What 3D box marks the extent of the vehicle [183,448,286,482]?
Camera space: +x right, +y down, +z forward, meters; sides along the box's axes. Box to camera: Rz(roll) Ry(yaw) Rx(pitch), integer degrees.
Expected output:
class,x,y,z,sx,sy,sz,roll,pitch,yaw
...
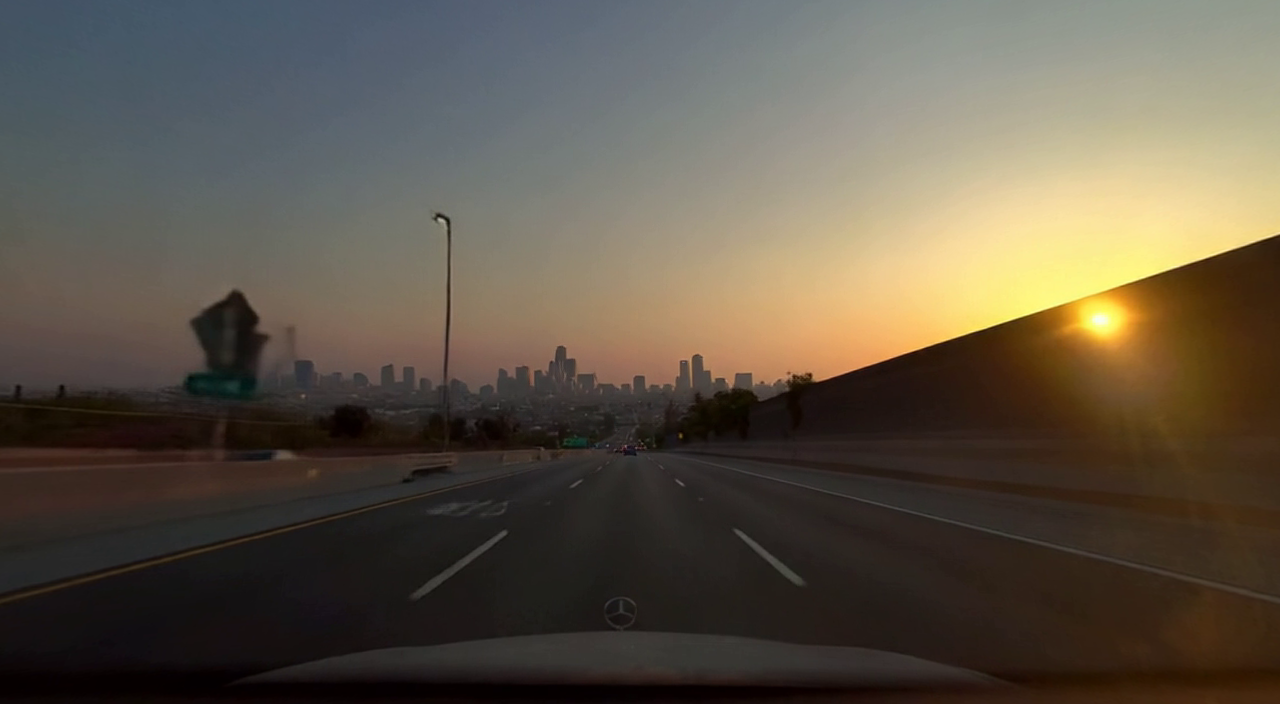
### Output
class,x,y,z,sx,sy,sz,roll,pitch,yaw
vehicle,-19.899,5.545,31.289,1.983,1.509,4.699,0,-9,-1
